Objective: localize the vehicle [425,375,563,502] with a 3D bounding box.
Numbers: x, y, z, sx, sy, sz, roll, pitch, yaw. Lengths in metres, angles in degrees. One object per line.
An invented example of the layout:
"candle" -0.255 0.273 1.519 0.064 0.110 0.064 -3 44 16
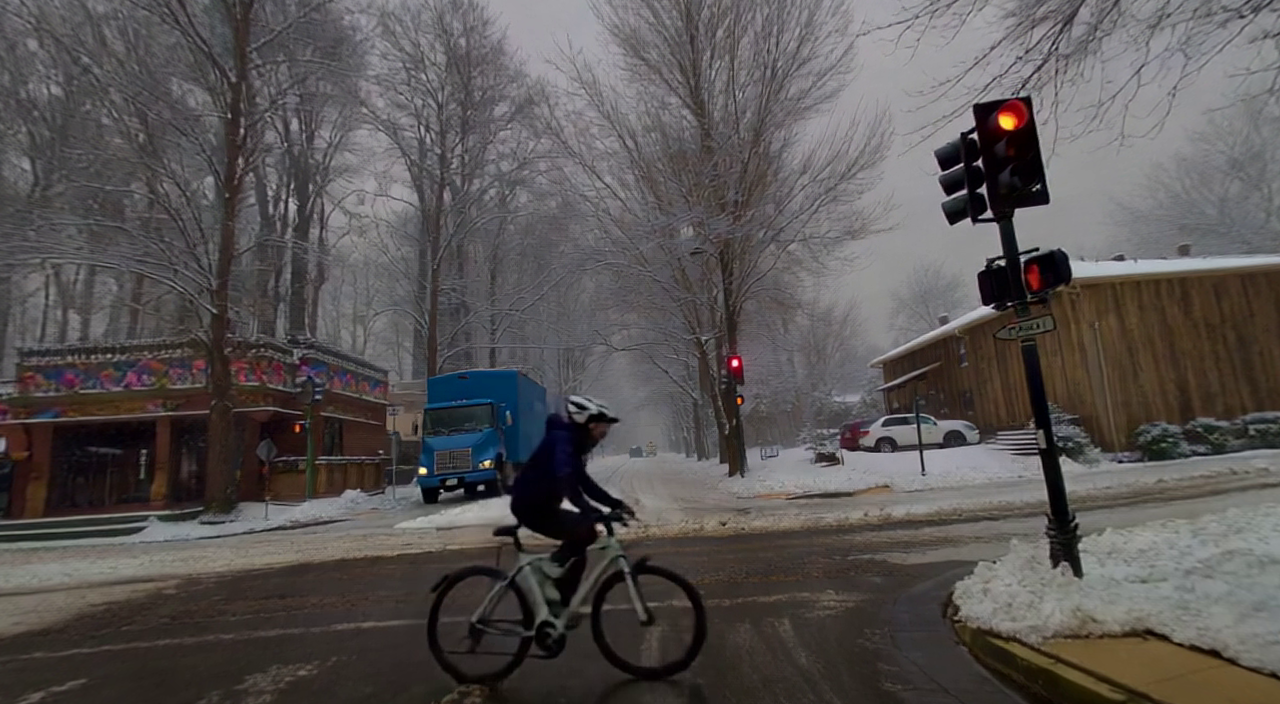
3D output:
"vehicle" -5.734 3.711 27.031 3.113 4.041 10.284 -7 -8 0

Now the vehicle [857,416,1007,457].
"vehicle" 10.696 3.141 23.420 4.643 1.456 1.820 -1 -8 5

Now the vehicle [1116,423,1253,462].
"vehicle" 24.946 4.161 29.029 4.268 1.695 2.053 0 -8 3
